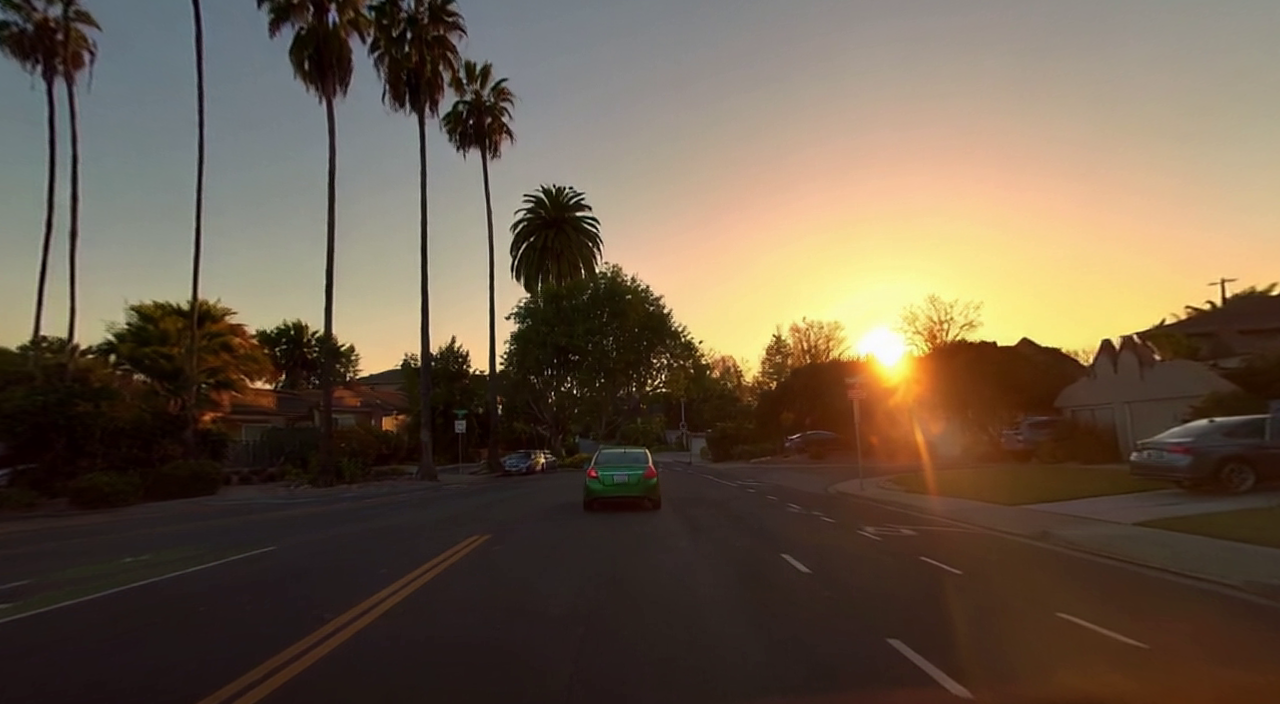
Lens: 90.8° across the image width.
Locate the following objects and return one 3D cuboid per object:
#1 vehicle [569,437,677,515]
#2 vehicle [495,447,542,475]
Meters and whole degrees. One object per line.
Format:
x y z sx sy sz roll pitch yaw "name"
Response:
-0.379 2.729 14.389 2.098 1.483 4.099 0 -9 -1 "vehicle"
-7.978 7.179 41.865 2.069 1.441 4.368 -3 -7 1 "vehicle"
